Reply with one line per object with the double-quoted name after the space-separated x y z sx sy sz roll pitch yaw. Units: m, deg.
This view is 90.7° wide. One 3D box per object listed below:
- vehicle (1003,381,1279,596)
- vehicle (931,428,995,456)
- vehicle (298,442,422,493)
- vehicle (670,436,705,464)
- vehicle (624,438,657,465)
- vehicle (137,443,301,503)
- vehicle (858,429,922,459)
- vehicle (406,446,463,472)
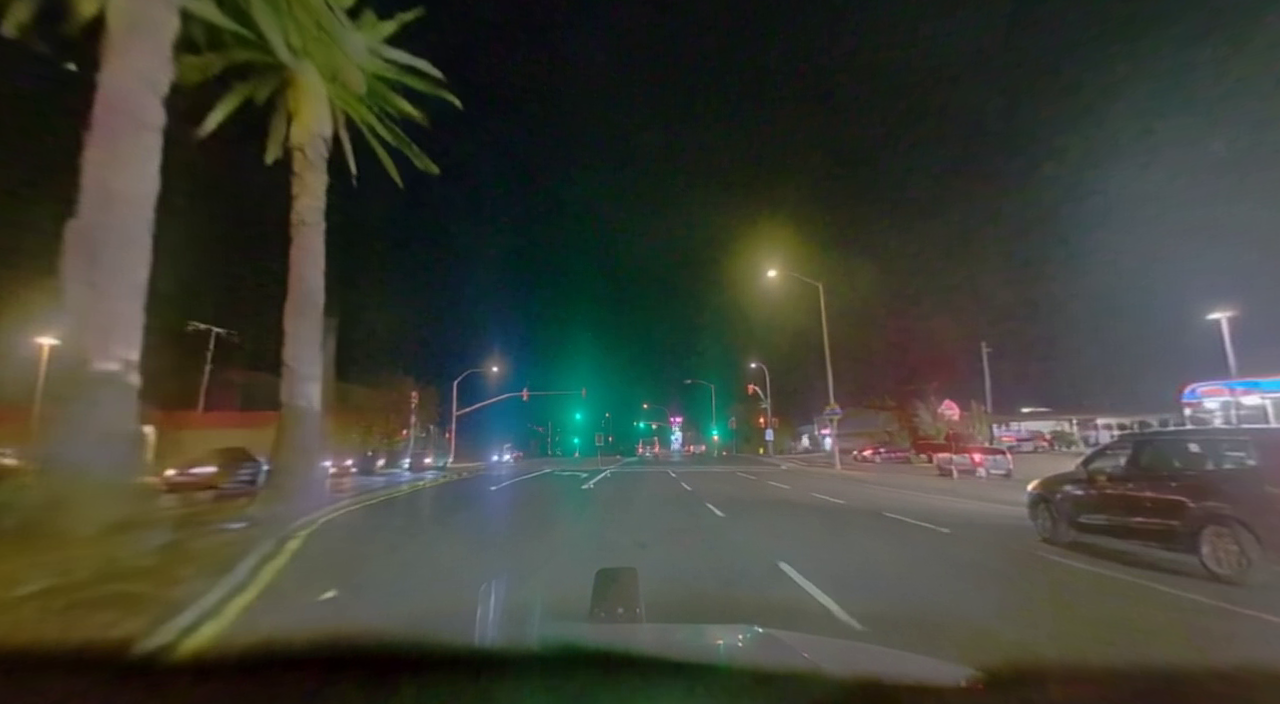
6.442 1.369 6.800 2.066 1.807 4.893 0 -8 -1 "vehicle"
21.313 5.956 41.916 1.932 1.729 4.354 -1 -8 0 "vehicle"
-9.378 3.888 21.750 2.042 1.555 4.748 0 -8 1 "vehicle"
3.453 7.296 47.205 2.190 1.913 5.174 0 -8 0 "vehicle"
0.036 6.777 43.161 2.177 1.754 3.815 0 -8 1 "vehicle"
-12.622 3.613 19.414 1.972 1.590 4.370 0 -8 1 "vehicle"
16.257 6.004 41.504 2.144 1.816 4.688 -1 -8 -1 "vehicle"
-12.839 6.695 39.867 1.974 1.557 4.790 0 -8 0 "vehicle"
